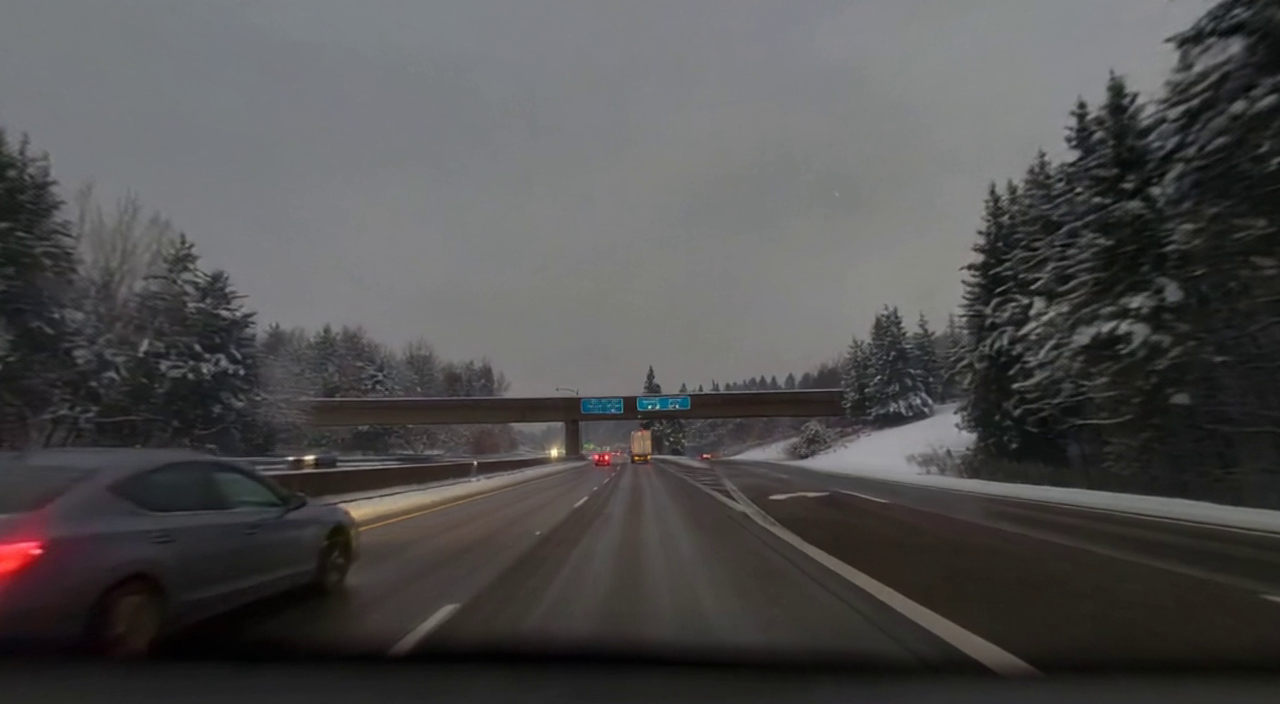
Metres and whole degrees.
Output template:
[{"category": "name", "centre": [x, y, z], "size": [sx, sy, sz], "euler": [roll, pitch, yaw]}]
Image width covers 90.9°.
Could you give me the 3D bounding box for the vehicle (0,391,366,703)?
[{"category": "vehicle", "centre": [-3.782, 1.182, 4.084], "size": [2.070, 1.564, 4.145], "euler": [0, -9, 1]}]
